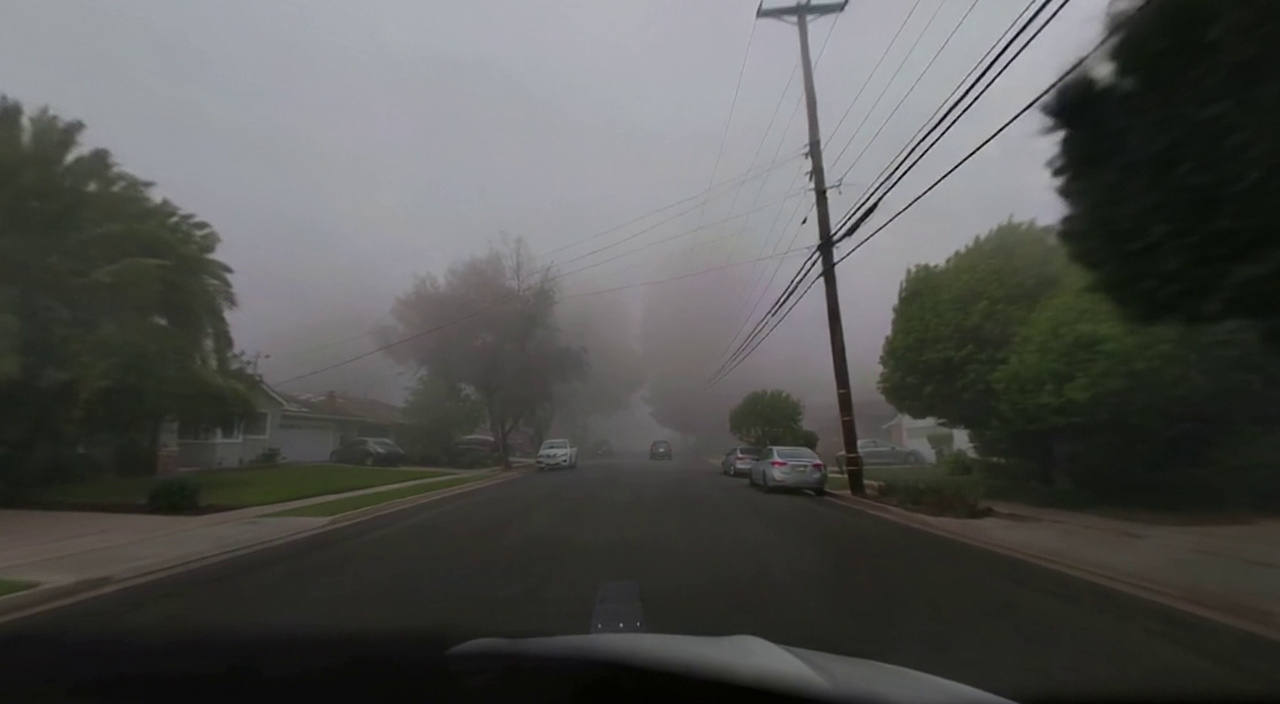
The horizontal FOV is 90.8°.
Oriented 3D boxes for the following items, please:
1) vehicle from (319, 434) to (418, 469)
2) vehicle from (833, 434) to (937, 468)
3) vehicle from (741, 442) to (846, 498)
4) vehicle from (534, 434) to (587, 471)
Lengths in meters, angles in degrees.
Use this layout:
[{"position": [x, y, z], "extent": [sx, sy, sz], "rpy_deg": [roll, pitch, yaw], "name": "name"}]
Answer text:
[{"position": [-13.910, 5.053, 32.305], "extent": [4.702, 1.675, 1.984], "rpy_deg": [-4, -9, 26], "name": "vehicle"}, {"position": [12.636, 5.129, 32.807], "extent": [4.583, 1.709, 1.977], "rpy_deg": [-1, -8, 5], "name": "vehicle"}, {"position": [4.425, 3.452, 18.964], "extent": [2.031, 1.471, 4.328], "rpy_deg": [0, -8, 0], "name": "vehicle"}, {"position": [-4.217, 5.400, 34.511], "extent": [2.164, 1.810, 5.044], "rpy_deg": [1, -7, 1], "name": "vehicle"}]
